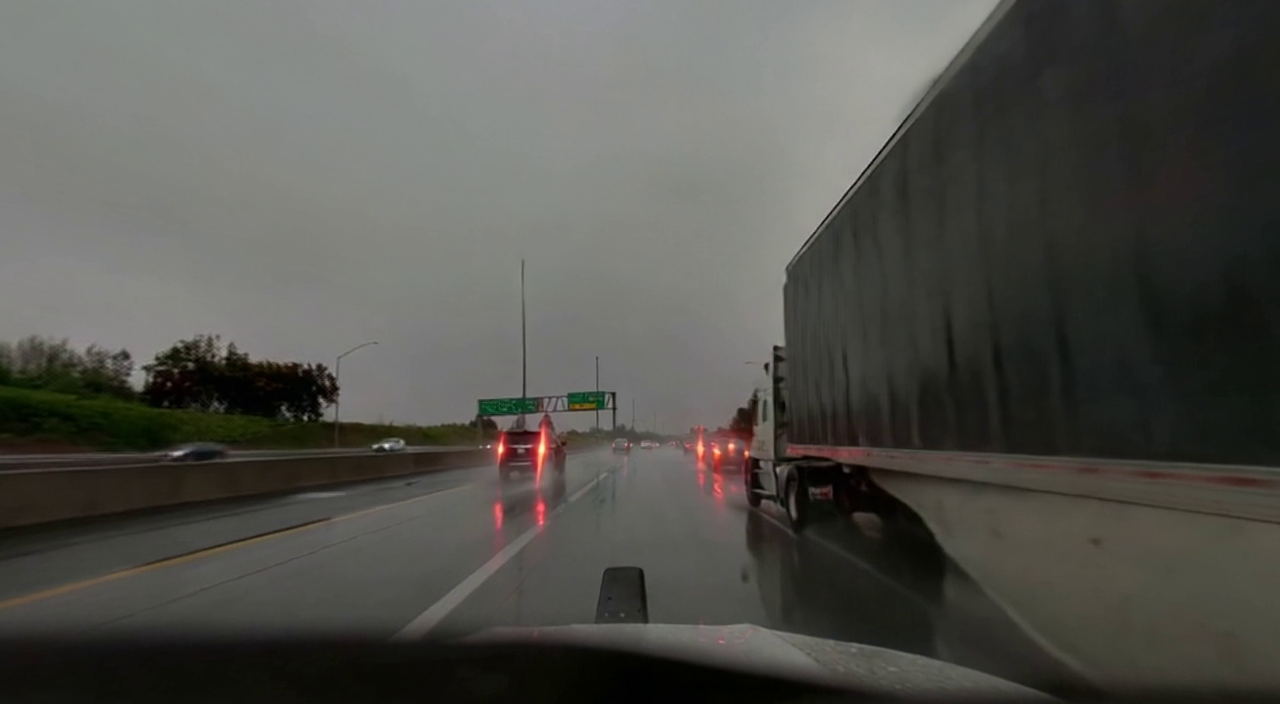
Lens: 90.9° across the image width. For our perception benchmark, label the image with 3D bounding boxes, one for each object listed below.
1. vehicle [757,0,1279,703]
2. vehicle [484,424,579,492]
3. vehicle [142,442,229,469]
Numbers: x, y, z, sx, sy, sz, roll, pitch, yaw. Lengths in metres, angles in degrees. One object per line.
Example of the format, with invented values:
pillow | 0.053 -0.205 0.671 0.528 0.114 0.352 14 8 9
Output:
vehicle | 3.764 -0.045 4.515 2.903 4.190 15.630 -1 -8 0
vehicle | -3.050 3.108 18.759 2.006 1.741 4.277 -1 -8 1
vehicle | -27.632 6.301 38.515 1.800 1.510 4.360 -2 -8 5
